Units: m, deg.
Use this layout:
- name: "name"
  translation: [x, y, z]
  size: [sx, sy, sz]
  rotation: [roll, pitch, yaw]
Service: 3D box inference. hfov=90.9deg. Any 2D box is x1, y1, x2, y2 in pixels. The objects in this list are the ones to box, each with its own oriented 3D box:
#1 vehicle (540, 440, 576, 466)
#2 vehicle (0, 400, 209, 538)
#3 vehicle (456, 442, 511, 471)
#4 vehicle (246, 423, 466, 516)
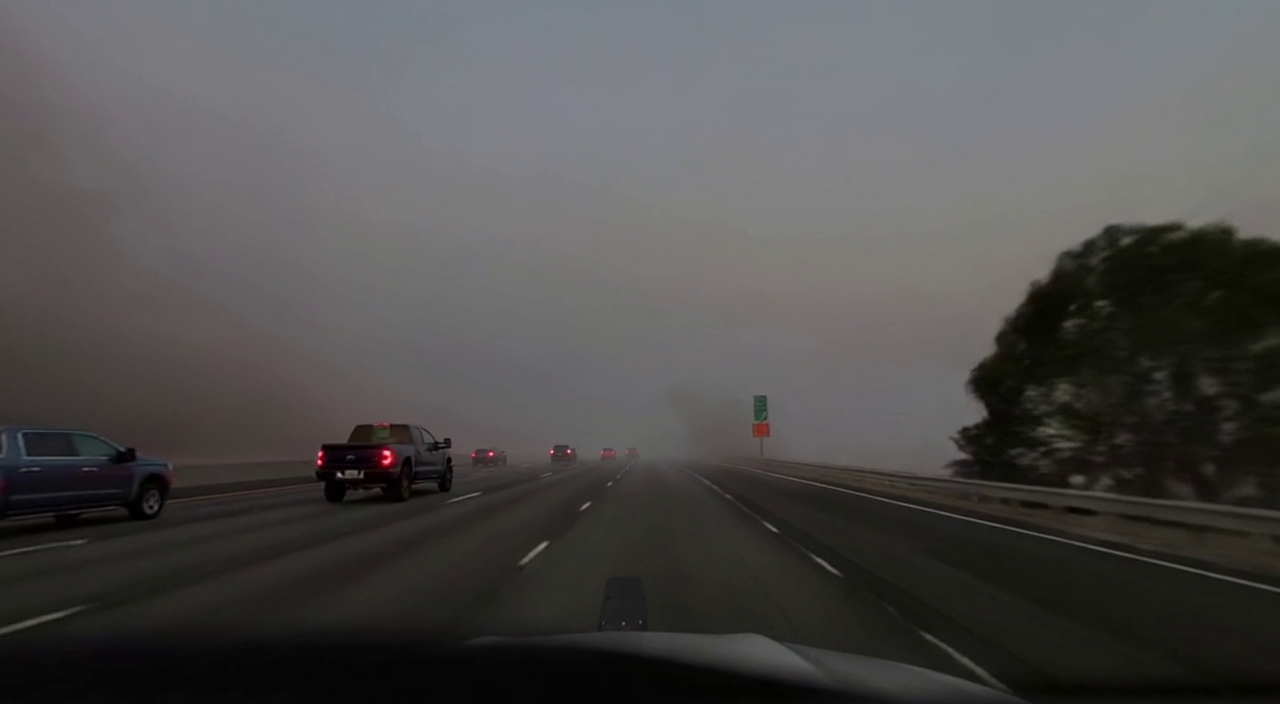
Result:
- name: "vehicle"
  translation: [-5.948, 7.339, 46.071]
  size: [2.009, 1.735, 4.358]
  rotation: [-1, -8, 1]
- name: "vehicle"
  translation: [-10.257, 1.814, 9.965]
  size: [2.576, 1.922, 6.067]
  rotation: [-1, -8, 0]
- name: "vehicle"
  translation: [-9.516, 6.357, 38.746]
  size: [2.060, 1.662, 4.469]
  rotation: [-1, -8, 2]
- name: "vehicle"
  translation: [-6.387, 2.726, 15.418]
  size: [2.403, 1.773, 6.276]
  rotation: [-1, -8, 1]
